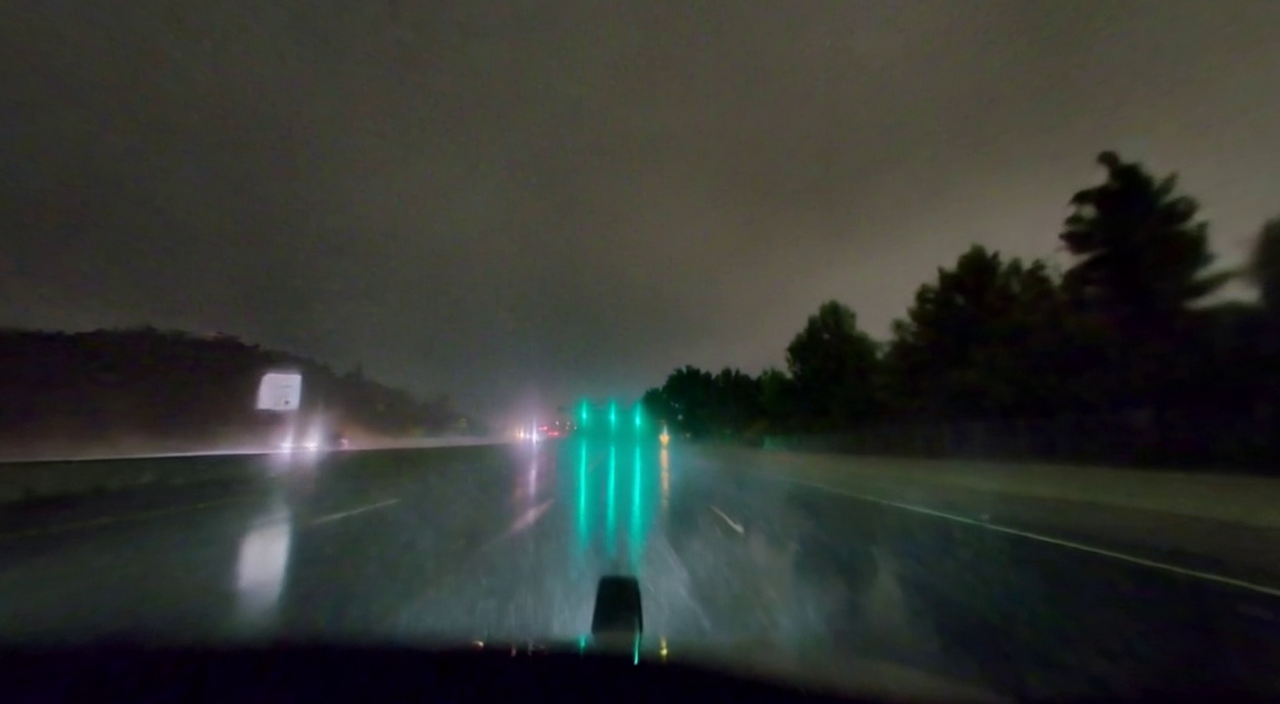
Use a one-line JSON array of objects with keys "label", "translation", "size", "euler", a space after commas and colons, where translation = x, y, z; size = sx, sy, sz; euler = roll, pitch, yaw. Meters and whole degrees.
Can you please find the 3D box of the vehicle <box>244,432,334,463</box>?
[{"label": "vehicle", "translation": [-18.833, 5.152, 34.252], "size": [1.945, 1.542, 5.162], "euler": [0, -8, 0]}]
